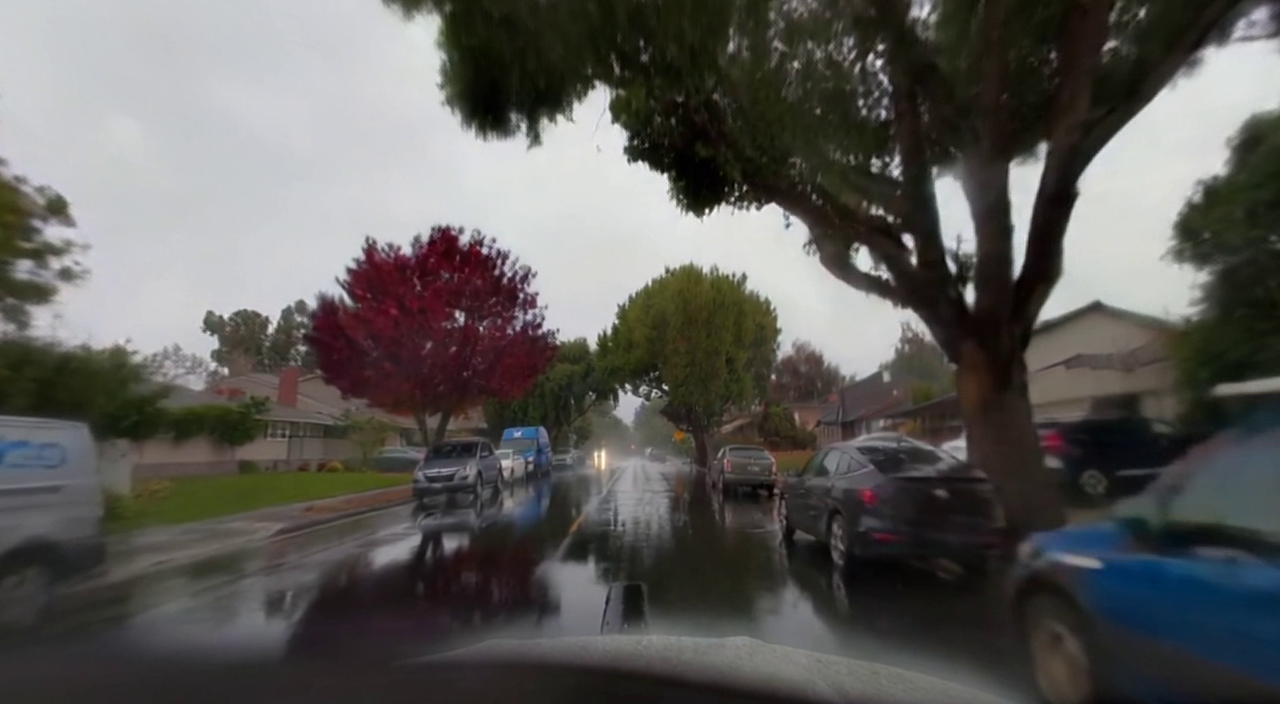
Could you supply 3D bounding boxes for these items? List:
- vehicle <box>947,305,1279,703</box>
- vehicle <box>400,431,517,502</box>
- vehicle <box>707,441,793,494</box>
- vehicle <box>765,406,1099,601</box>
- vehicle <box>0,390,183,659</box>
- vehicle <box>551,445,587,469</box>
[{"bbox_3d":[3.159,0.714,1.714,2.059,1.824,5.045,0,-8,0],"label":"vehicle"},{"bbox_3d":[-5.297,3.386,19.133,2.090,1.855,4.494,0,-8,2],"label":"vehicle"},{"bbox_3d":[3.414,3.683,20.503,1.945,1.514,4.552,0,-8,0],"label":"vehicle"},{"bbox_3d":[3.145,1.730,8.193,2.172,1.764,4.685,0,-8,1],"label":"vehicle"},{"bbox_3d":[-5.451,1.067,3.572,2.163,1.818,4.697,0,-8,0],"label":"vehicle"},{"bbox_3d":[-4.966,7.430,44.834,2.038,1.571,4.524,0,-8,0],"label":"vehicle"}]
